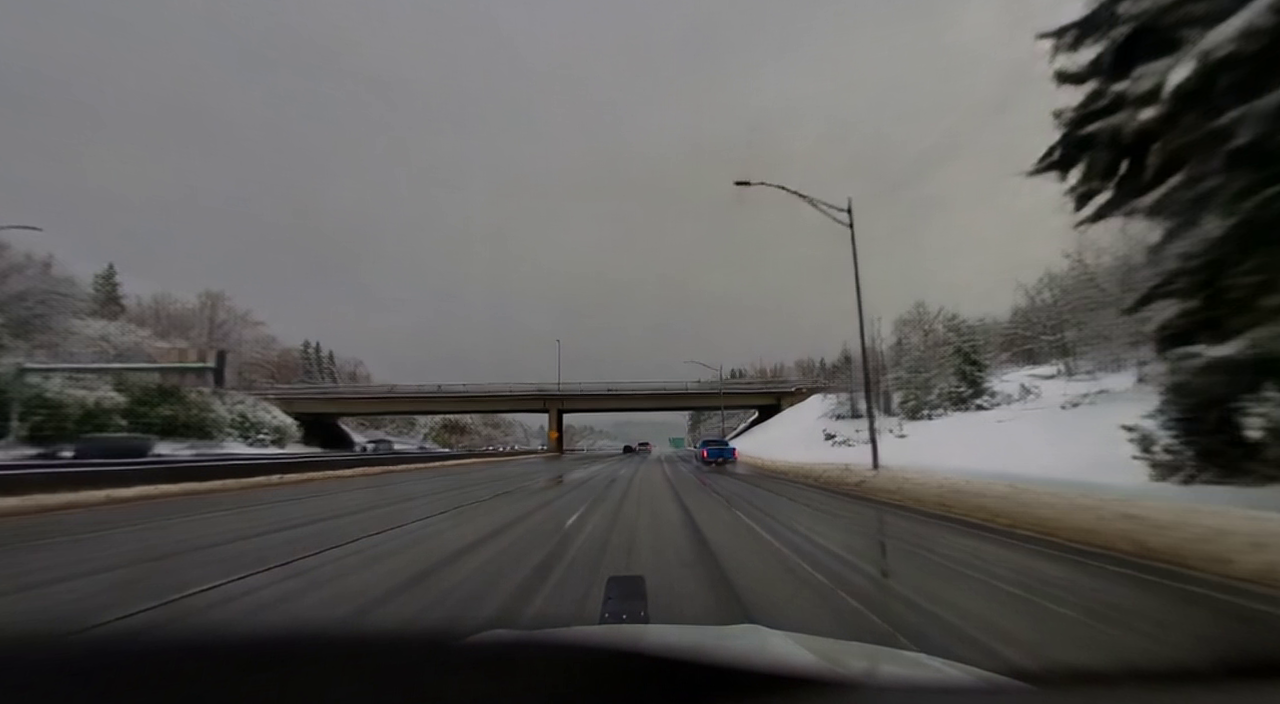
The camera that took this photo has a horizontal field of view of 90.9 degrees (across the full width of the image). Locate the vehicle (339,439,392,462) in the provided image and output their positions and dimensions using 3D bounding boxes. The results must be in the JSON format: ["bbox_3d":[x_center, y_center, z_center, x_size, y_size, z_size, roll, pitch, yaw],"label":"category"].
[{"bbox_3d":[-20.164,7.266,46.546,1.855,1.628,4.049,-1,-8,3],"label":"vehicle"}]

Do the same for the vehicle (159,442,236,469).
[{"bbox_3d":[-24.248,5.656,34.711,1.588,1.402,3.523,0,-8,2],"label":"vehicle"}]

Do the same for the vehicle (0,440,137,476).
[{"bbox_3d":[-27.559,5.069,30.543,1.974,1.576,5.230,0,-8,1],"label":"vehicle"}]

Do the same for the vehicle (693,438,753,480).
[{"bbox_3d":[3.481,4.575,27.402,2.010,1.637,4.940,0,-8,1],"label":"vehicle"}]
